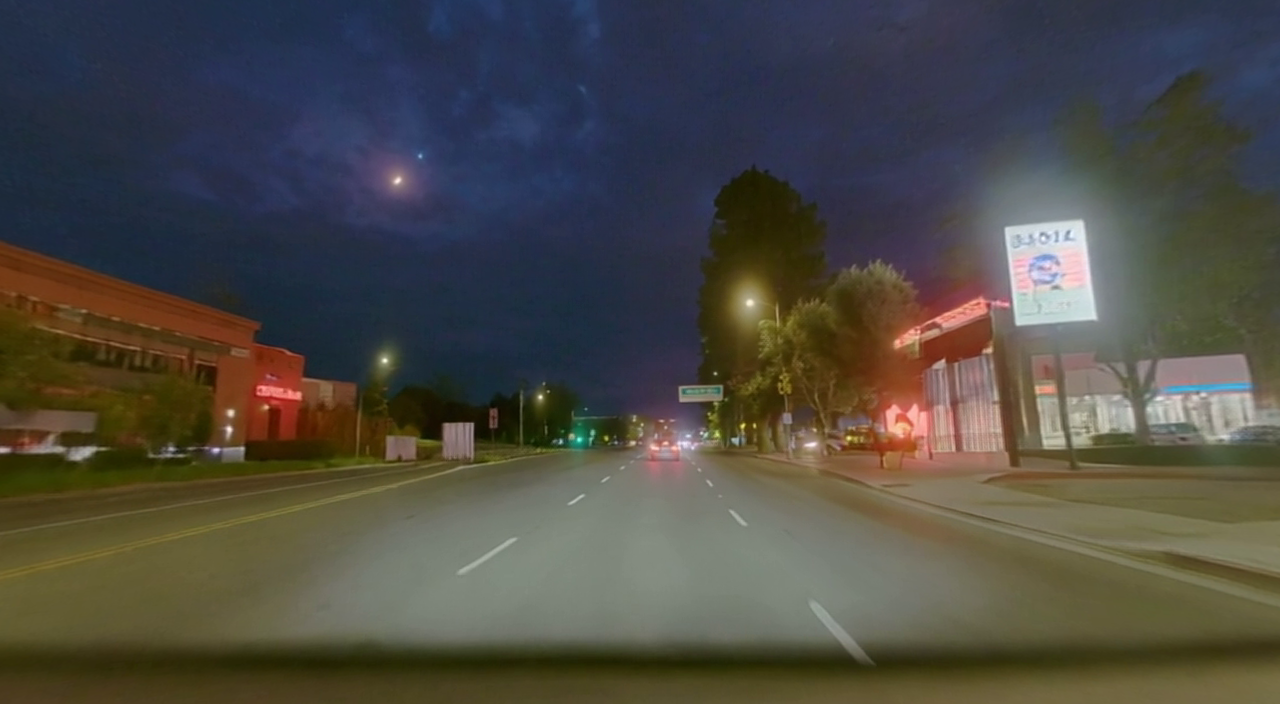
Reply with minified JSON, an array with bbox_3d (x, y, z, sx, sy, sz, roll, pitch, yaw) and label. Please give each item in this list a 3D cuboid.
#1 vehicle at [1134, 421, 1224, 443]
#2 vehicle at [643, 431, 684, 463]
[{"bbox_3d":[38.547,5.744,45.095,4.637,1.477,1.823,-1,-8,4],"label":"vehicle"},{"bbox_3d":[1.473,5.611,37.299,2.235,1.719,4.292,1,-8,4],"label":"vehicle"}]
